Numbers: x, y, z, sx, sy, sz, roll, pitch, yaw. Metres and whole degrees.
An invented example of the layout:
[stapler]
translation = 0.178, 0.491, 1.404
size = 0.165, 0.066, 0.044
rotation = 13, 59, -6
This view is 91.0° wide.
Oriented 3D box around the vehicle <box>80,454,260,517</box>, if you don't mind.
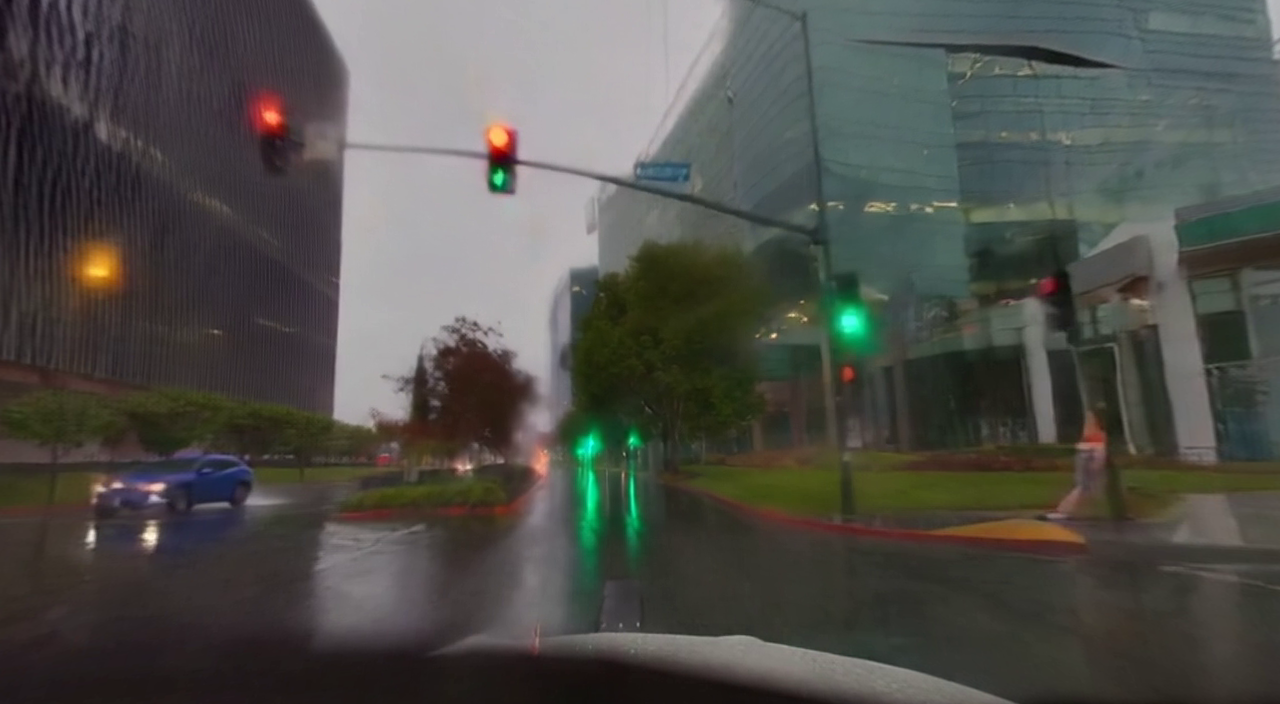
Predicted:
[vehicle]
translation = -12.822, 3.631, 17.628
size = 1.906, 1.502, 4.396
rotation = 2, -9, -5
